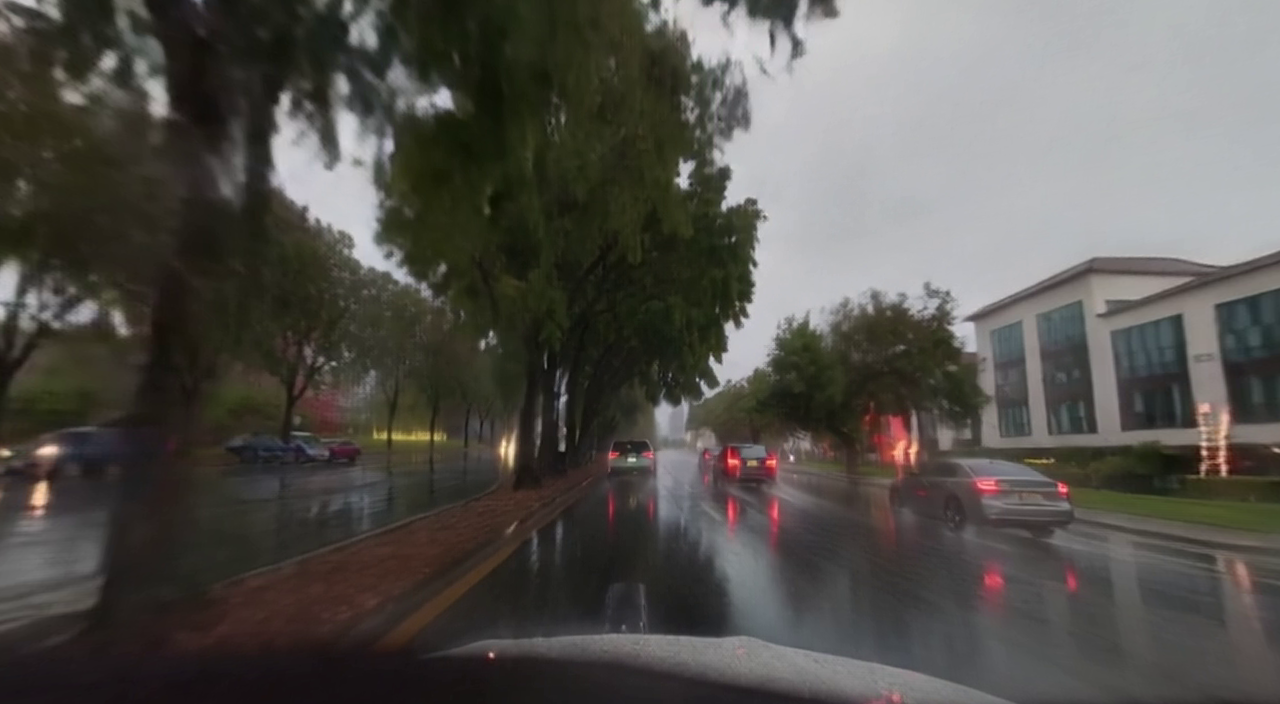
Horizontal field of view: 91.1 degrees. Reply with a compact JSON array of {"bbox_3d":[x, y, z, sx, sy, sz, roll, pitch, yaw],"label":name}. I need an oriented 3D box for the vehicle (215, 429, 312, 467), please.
[{"bbox_3d":[-19.091,4.896,32.142,1.903,1.768,4.985,0,-9,0],"label":"vehicle"}]

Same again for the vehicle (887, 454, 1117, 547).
[{"bbox_3d":[6.805,2.788,12.488,1.944,1.458,4.268,0,-9,-1],"label":"vehicle"}]

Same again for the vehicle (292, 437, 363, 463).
[{"bbox_3d":[-18.934,5.961,38.314,1.851,1.477,4.891,0,-9,-1],"label":"vehicle"}]

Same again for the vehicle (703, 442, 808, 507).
[{"bbox_3d":[2.905,3.177,16.771,1.932,1.510,4.168,0,-9,-1],"label":"vehicle"}]

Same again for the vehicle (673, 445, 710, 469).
[{"bbox_3d":[3.286,6.830,41.028,2.012,1.462,4.163,0,-9,-1],"label":"vehicle"}]

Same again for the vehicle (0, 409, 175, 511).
[{"bbox_3d":[-11.273,2.065,12.286,2.161,1.642,4.587,3,-9,-20],"label":"vehicle"}]

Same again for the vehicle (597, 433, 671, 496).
[{"bbox_3d":[-0.166,3.367,19.126,2.008,1.674,4.239,0,-8,0],"label":"vehicle"}]
